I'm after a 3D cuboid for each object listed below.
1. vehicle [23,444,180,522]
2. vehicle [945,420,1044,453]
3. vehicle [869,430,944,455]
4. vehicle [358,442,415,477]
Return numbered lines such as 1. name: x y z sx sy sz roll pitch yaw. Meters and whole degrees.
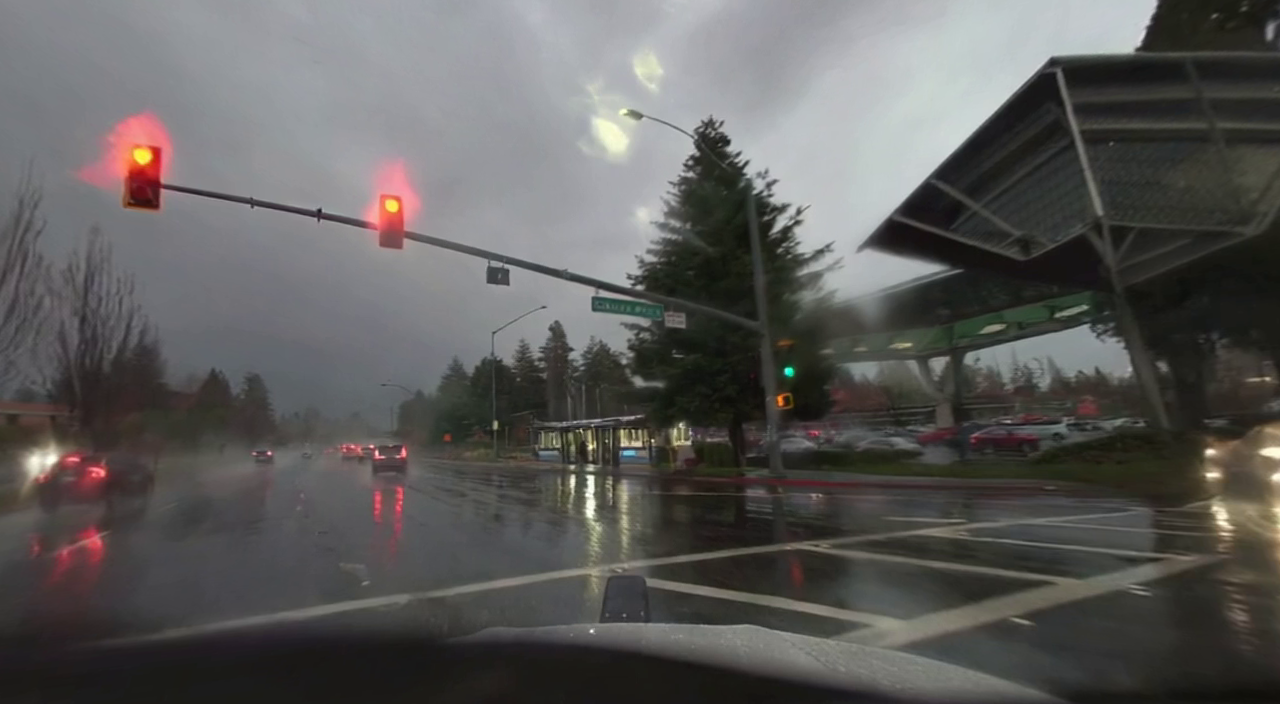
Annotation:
1. vehicle: -14.386 3.415 17.222 2.097 1.782 4.682 4 -9 -27
2. vehicle: 21.557 5.206 38.570 1.860 1.629 4.805 -1 -8 -32
3. vehicle: 18.366 6.285 43.698 1.796 1.445 4.535 -1 -7 -29
4. vehicle: -14.178 5.926 35.120 2.345 1.803 4.261 4 -9 -28
